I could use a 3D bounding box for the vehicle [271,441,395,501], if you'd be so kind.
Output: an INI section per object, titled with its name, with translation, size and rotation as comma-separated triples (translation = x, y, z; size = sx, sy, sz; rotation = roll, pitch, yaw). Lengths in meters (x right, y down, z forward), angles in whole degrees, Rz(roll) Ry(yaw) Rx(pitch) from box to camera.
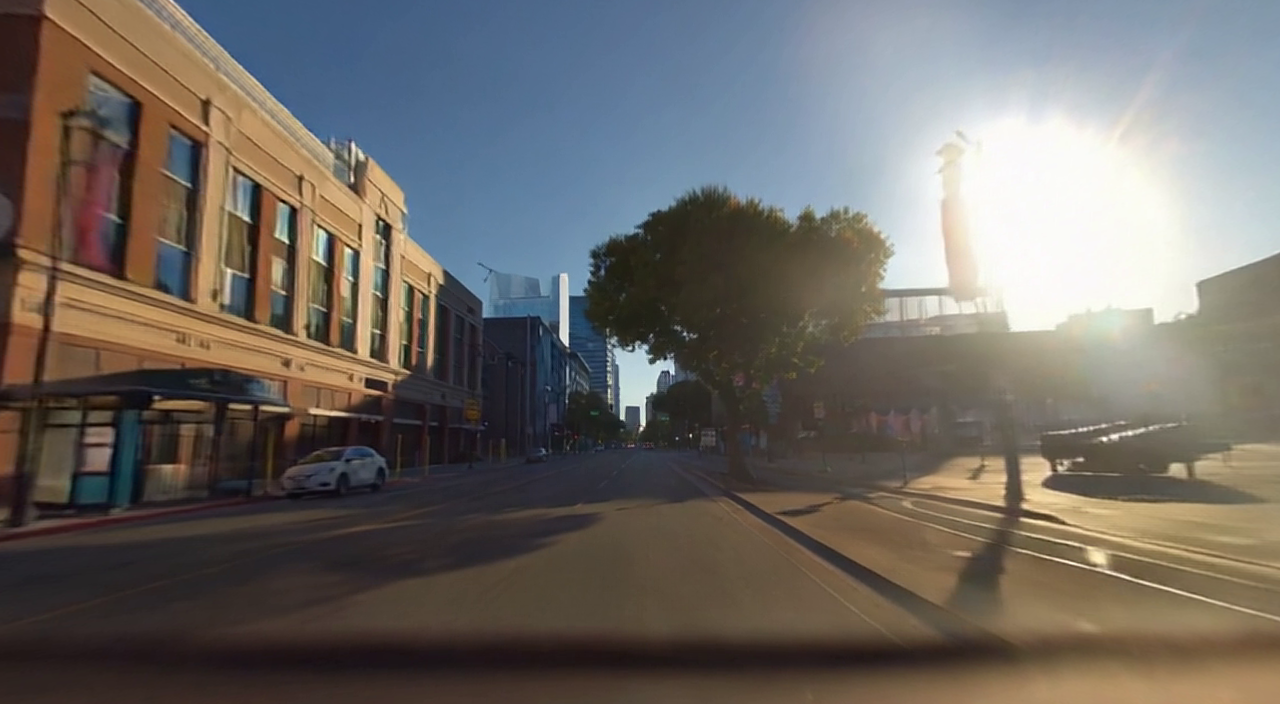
[vehicle]
translation = -10.740, 4.142, 22.522
size = 2.060, 1.796, 4.675
rotation = -2, -7, 0
